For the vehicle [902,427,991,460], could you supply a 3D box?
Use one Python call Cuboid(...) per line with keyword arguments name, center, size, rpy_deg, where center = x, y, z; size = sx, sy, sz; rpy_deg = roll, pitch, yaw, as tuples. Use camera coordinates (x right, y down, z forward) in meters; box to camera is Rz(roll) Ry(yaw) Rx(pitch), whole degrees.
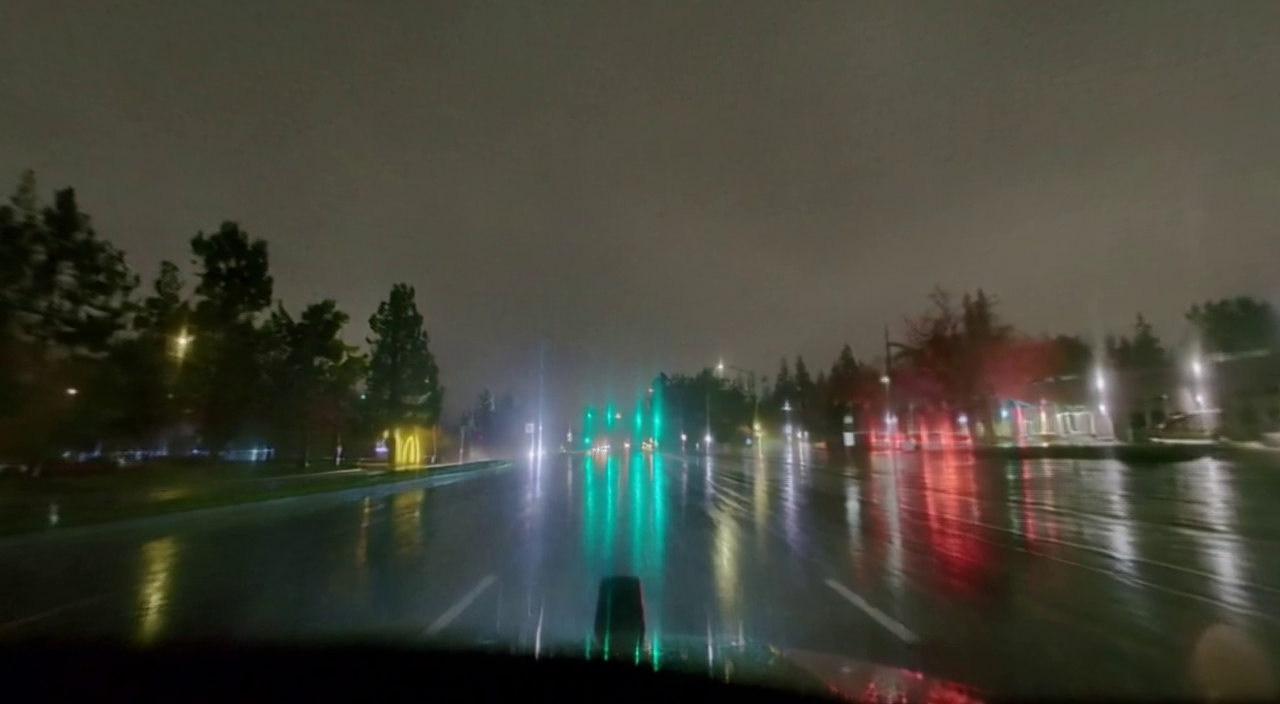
Cuboid(name="vehicle", center=(23.272, 6.937, 48.081), size=(5.460, 1.980, 2.188), rpy_deg=(-5, -8, 1))
